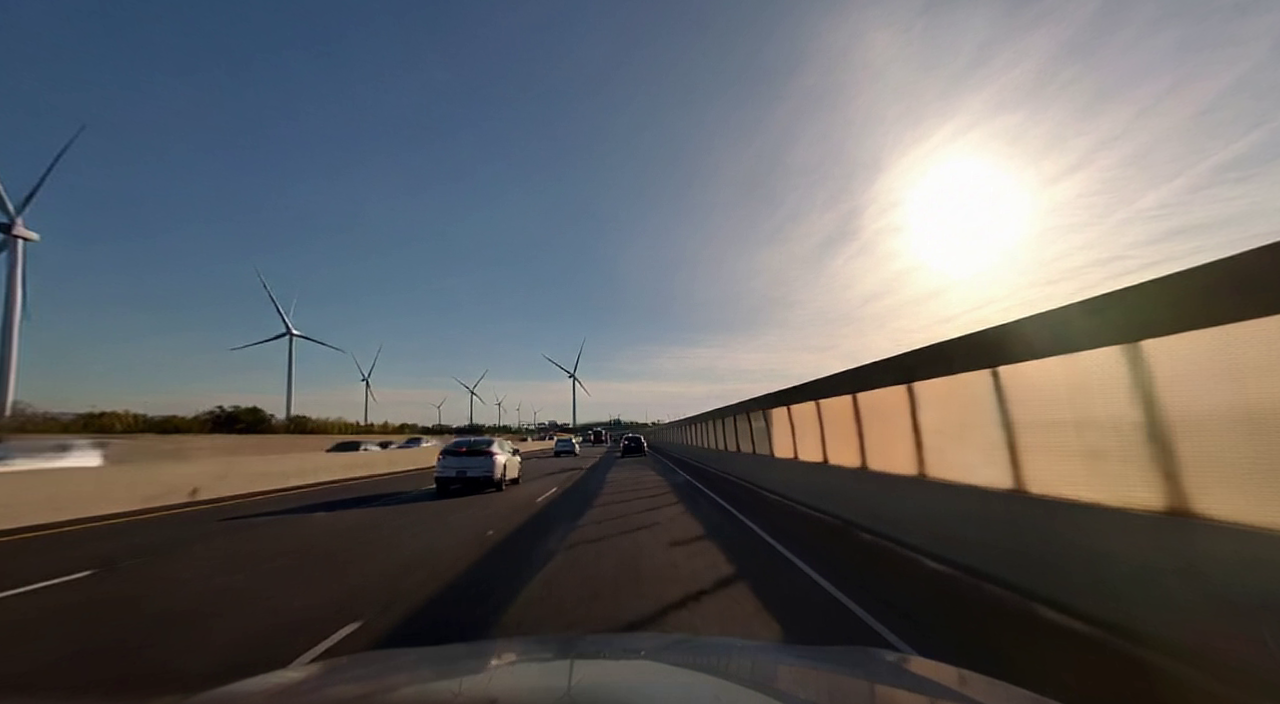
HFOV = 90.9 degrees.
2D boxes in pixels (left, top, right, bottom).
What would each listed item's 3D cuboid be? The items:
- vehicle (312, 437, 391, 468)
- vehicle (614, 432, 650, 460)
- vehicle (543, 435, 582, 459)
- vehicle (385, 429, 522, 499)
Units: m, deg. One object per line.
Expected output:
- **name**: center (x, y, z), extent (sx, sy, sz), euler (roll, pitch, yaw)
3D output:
- **vehicle**: center (-14.608, 5.082, 32.211), extent (2.069, 1.492, 4.152), euler (0, -8, 0)
- **vehicle**: center (-0.502, 5.513, 37.123), extent (2.027, 1.550, 3.607), euler (0, -8, -2)
- **vehicle**: center (-4.822, 5.971, 39.772), extent (2.059, 1.436, 3.802), euler (0, -8, -1)
- **vehicle**: center (-4.363, 2.676, 15.623), extent (1.998, 1.468, 4.635), euler (0, -8, 0)
